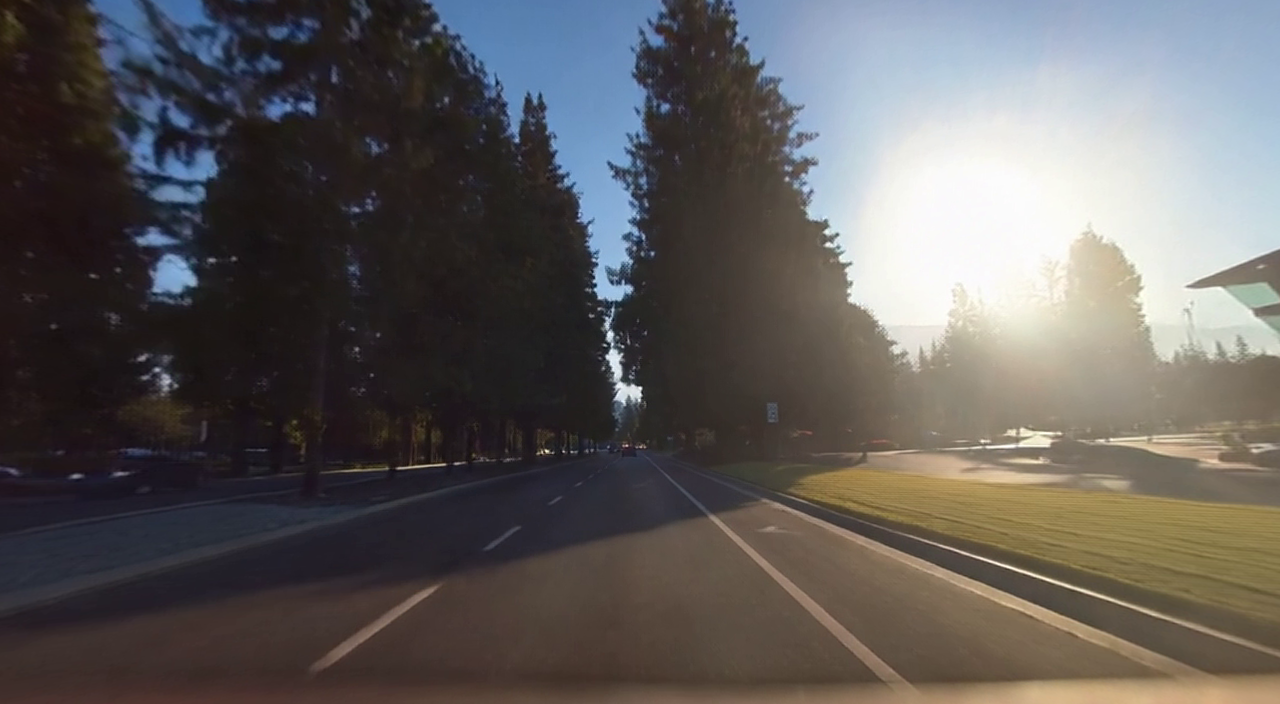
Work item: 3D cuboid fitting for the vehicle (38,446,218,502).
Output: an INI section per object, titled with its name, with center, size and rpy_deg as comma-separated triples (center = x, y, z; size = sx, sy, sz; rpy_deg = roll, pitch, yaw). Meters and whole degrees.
[vehicle]
center = -15.627, 3.693, 19.608
size = 1.862, 1.507, 4.424
rpy_deg = 0, -8, 0
